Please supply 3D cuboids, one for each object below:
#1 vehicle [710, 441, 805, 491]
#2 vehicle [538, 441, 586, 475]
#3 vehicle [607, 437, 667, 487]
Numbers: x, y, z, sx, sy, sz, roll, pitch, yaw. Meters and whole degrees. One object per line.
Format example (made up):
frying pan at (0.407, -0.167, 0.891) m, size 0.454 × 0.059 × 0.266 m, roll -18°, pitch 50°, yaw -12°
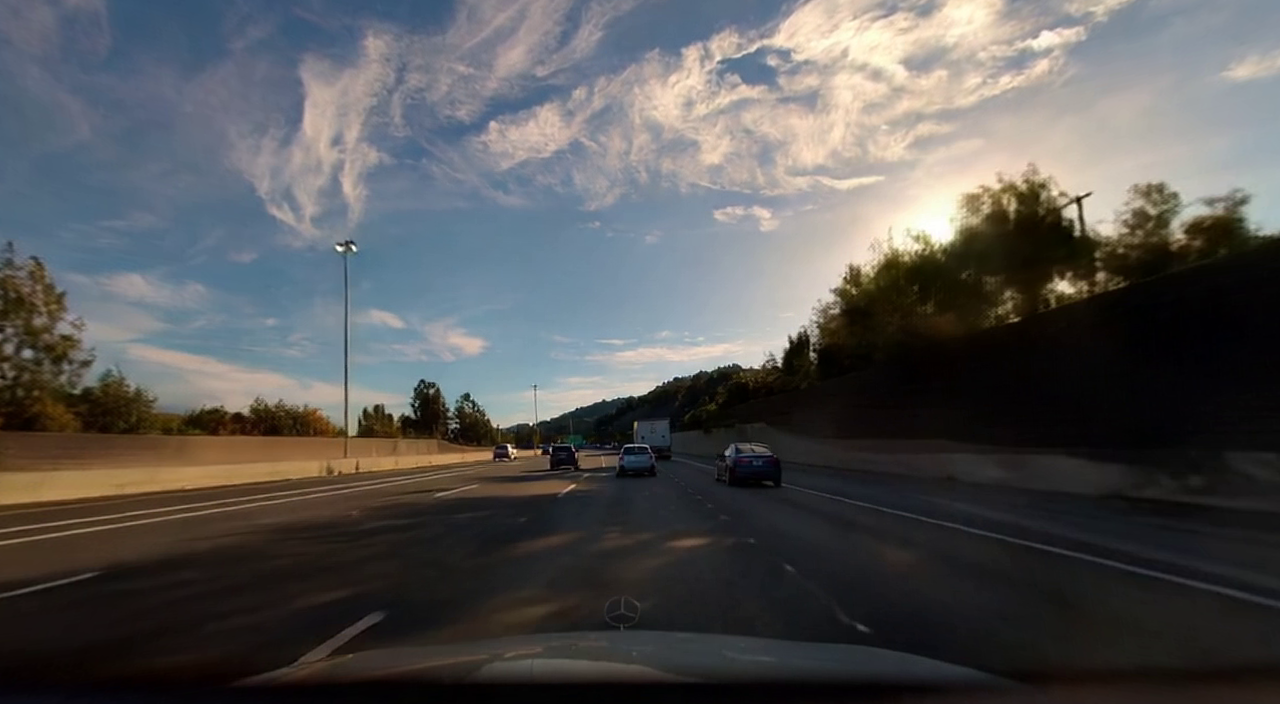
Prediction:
vehicle at (3.760, 3.748, 21.157) m, size 2.146 × 1.482 × 4.665 m, roll 0°, pitch -9°, yaw -2°
vehicle at (-4.099, 5.642, 33.918) m, size 1.988 × 1.696 × 4.754 m, roll 0°, pitch -9°, yaw 0°
vehicle at (-0.132, 4.152, 24.236) m, size 2.103 × 1.717 × 4.399 m, roll 0°, pitch -9°, yaw -1°
